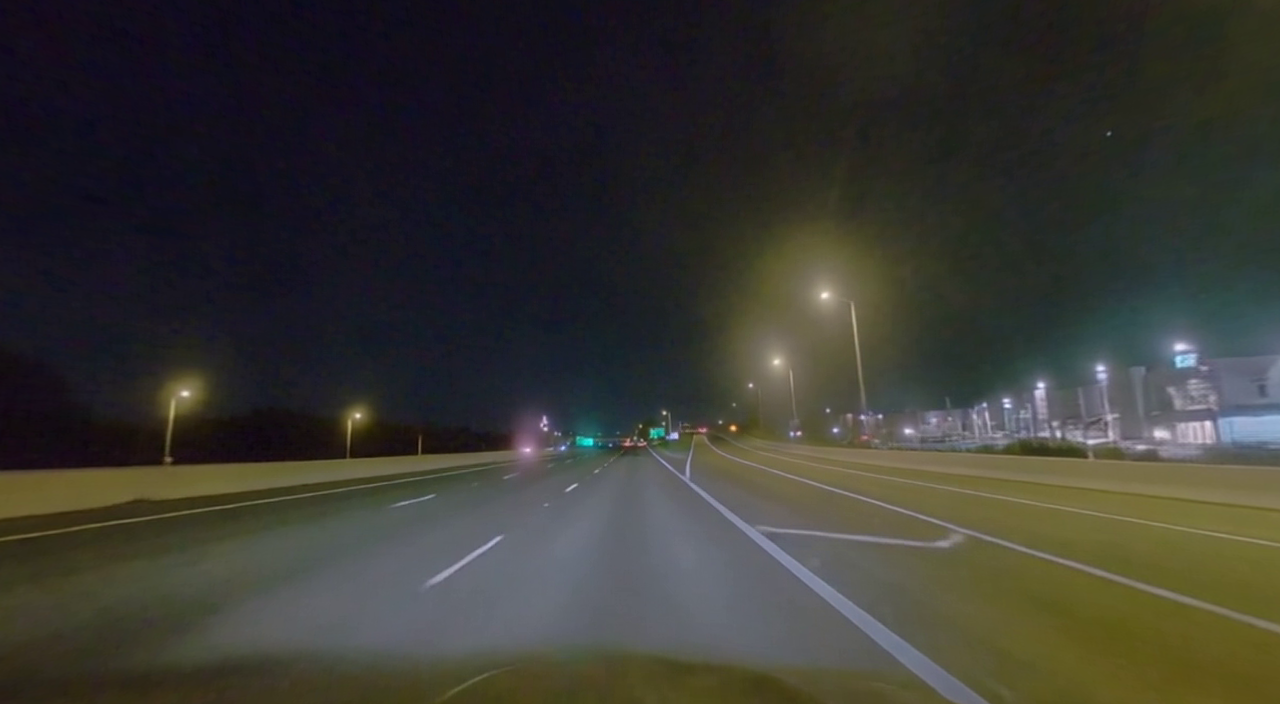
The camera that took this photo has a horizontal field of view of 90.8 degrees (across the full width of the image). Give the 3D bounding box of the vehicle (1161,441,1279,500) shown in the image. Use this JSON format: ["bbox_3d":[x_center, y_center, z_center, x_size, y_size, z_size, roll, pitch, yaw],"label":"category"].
[{"bbox_3d":[22.565,4.289,23.348,2.013,1.958,5.318,-1,-8,-1],"label":"vehicle"}]
